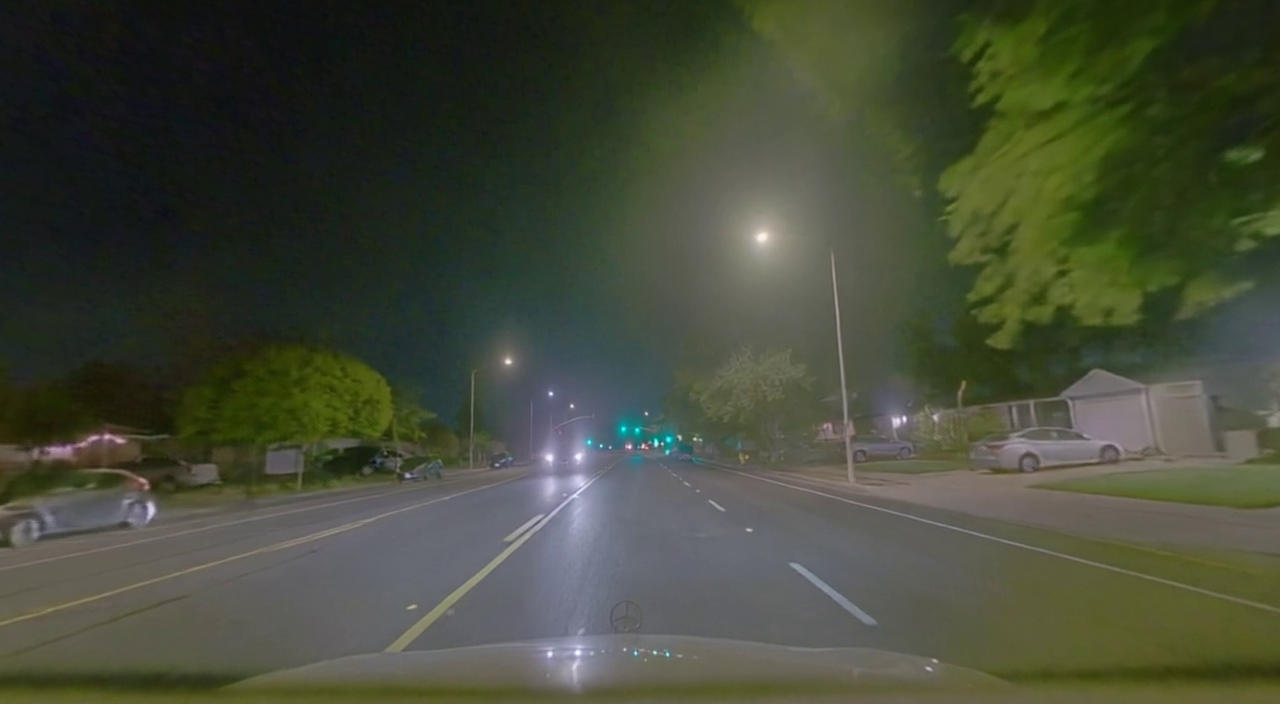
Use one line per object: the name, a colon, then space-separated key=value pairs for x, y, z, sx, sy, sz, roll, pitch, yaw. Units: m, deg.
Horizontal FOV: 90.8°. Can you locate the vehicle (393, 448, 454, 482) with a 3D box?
vehicle: x=-12.017 y=6.276 z=35.370 sx=1.822 sy=1.699 sz=4.791 roll=0 pitch=-8 yaw=-1

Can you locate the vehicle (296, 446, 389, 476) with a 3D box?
vehicle: x=-18.966 y=6.926 z=40.432 sx=4.837 sy=1.808 sz=2.176 roll=0 pitch=-8 yaw=-1

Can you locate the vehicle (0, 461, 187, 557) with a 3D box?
vehicle: x=-11.429 y=2.936 z=12.423 sx=1.851 sy=1.459 sz=4.295 roll=0 pitch=-8 yaw=0

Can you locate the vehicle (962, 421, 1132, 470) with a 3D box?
vehicle: x=13.008 y=3.012 z=20.383 sx=4.237 sy=1.476 sz=1.743 roll=0 pitch=-8 yaw=1

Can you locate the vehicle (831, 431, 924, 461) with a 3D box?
vehicle: x=12.478 y=4.965 z=33.404 sx=4.183 sy=1.516 sz=1.884 roll=-1 pitch=-8 yaw=3

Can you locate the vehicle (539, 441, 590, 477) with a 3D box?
vehicle: x=-3.796 y=5.457 z=32.498 sx=2.076 sy=1.688 sz=4.284 roll=0 pitch=-8 yaw=0

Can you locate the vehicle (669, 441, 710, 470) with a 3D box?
vehicle: x=2.889 y=6.120 z=37.540 sx=1.983 sy=1.557 sz=4.078 roll=0 pitch=-8 yaw=-2
